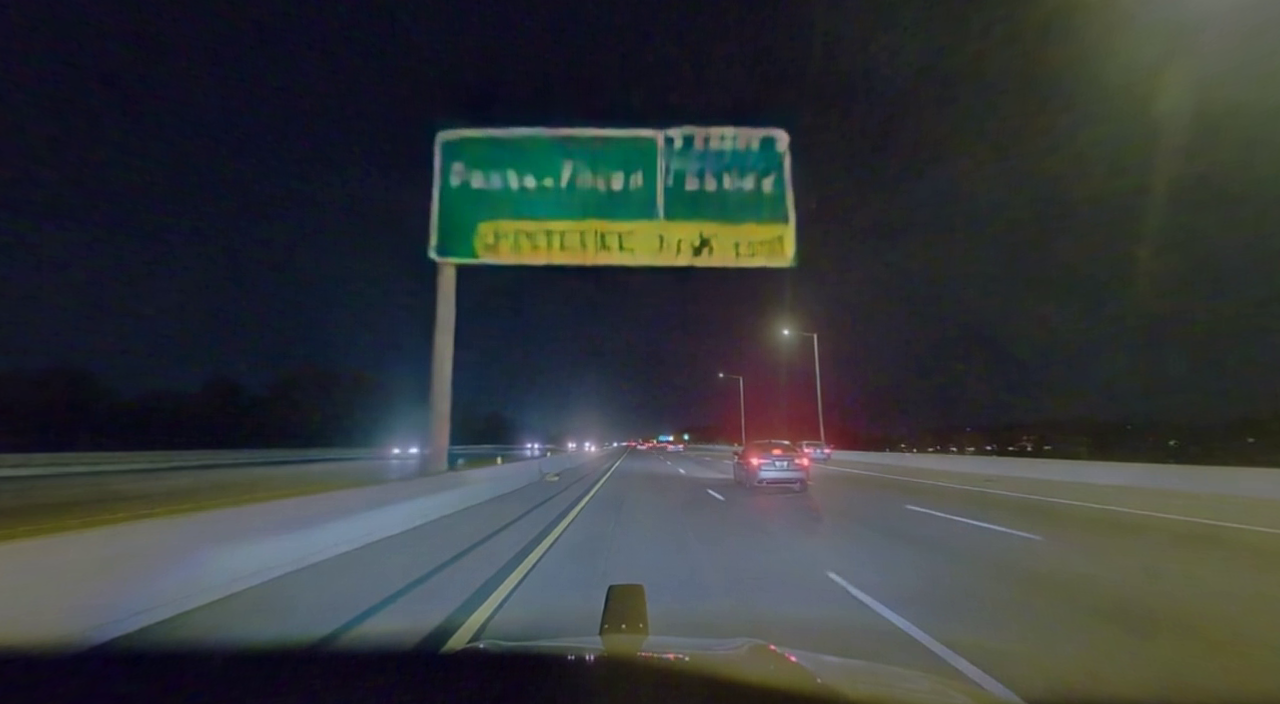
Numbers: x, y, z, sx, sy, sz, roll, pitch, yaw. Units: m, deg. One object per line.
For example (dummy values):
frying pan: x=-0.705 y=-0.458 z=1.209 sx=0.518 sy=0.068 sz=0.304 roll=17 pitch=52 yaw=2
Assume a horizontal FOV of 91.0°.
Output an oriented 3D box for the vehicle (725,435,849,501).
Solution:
vehicle: x=3.621 y=2.941 z=16.480 sx=2.091 sy=1.482 sz=4.522 roll=0 pitch=-8 yaw=-1
